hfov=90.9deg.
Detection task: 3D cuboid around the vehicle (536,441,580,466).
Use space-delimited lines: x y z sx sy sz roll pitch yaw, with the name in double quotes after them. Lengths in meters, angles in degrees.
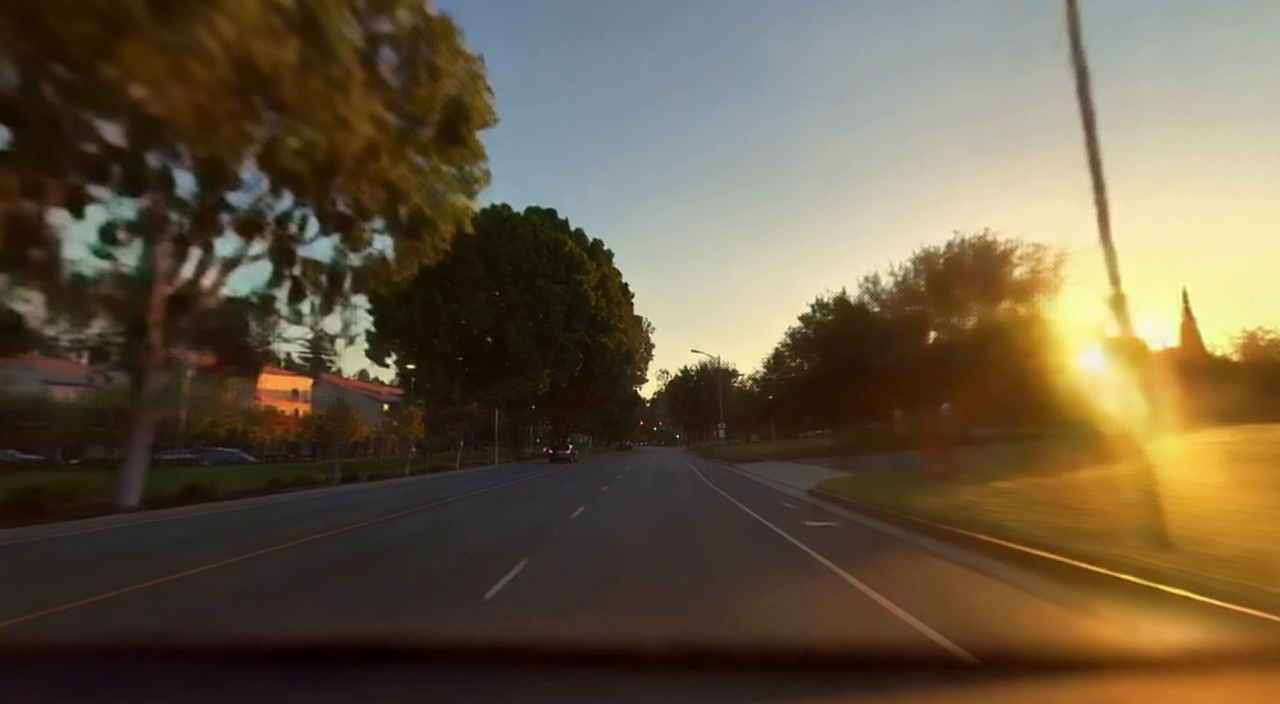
-5.182 6.483 40.536 1.945 1.461 4.605 -1 -8 4 "vehicle"
